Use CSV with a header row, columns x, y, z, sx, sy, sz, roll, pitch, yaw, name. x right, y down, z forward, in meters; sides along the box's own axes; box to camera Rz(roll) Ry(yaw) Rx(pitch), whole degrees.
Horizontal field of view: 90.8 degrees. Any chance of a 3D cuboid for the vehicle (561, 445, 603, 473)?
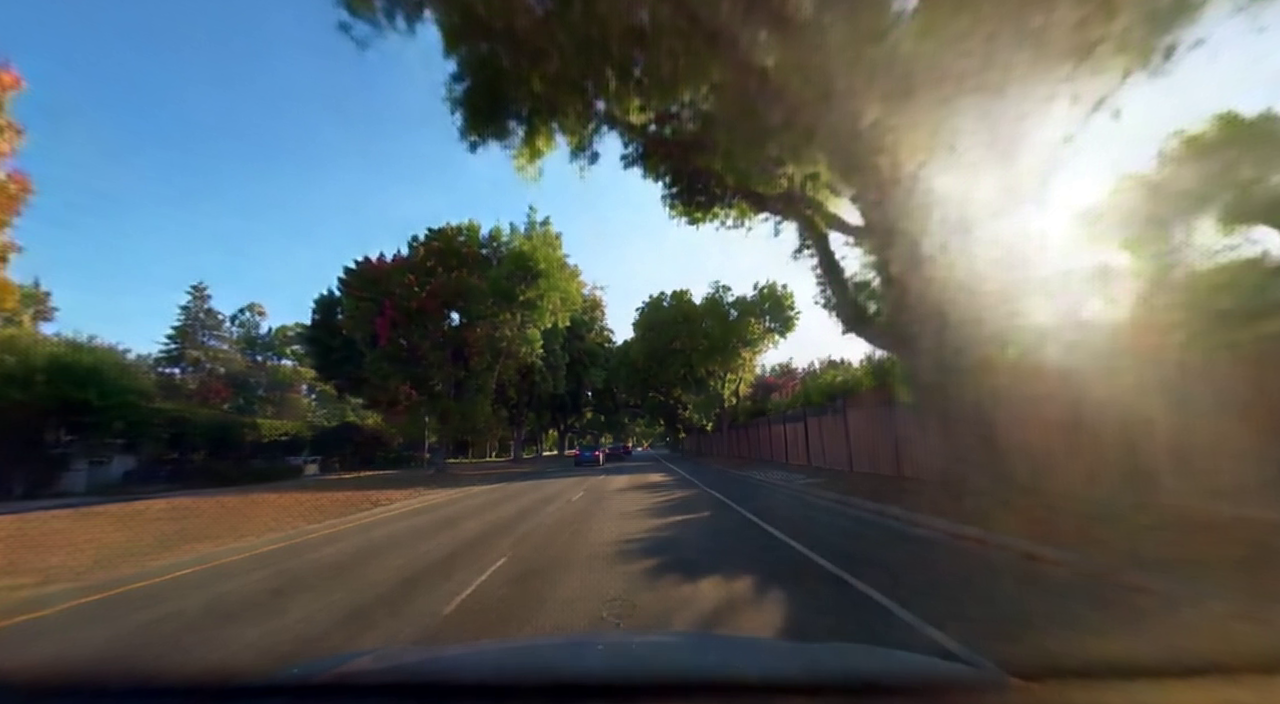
x,y,z,sx,sy,sz,roll,pitch,yaw,name
-3.140,5.867,34.796,1.870,1.431,4.317,0,-8,1,vehicle
